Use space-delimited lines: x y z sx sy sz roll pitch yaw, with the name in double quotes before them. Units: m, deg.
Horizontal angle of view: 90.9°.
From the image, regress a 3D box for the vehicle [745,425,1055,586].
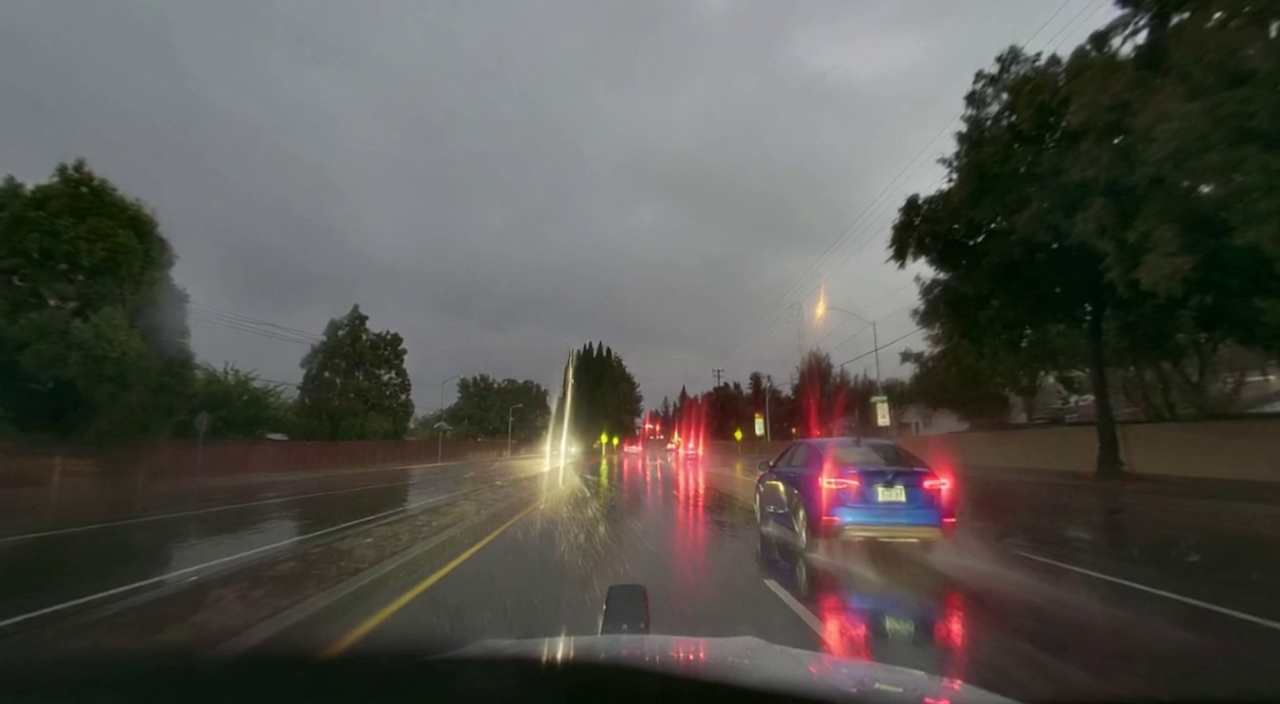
"vehicle" 2.781 1.741 8.052 2.063 1.481 4.247 0 -8 -1
